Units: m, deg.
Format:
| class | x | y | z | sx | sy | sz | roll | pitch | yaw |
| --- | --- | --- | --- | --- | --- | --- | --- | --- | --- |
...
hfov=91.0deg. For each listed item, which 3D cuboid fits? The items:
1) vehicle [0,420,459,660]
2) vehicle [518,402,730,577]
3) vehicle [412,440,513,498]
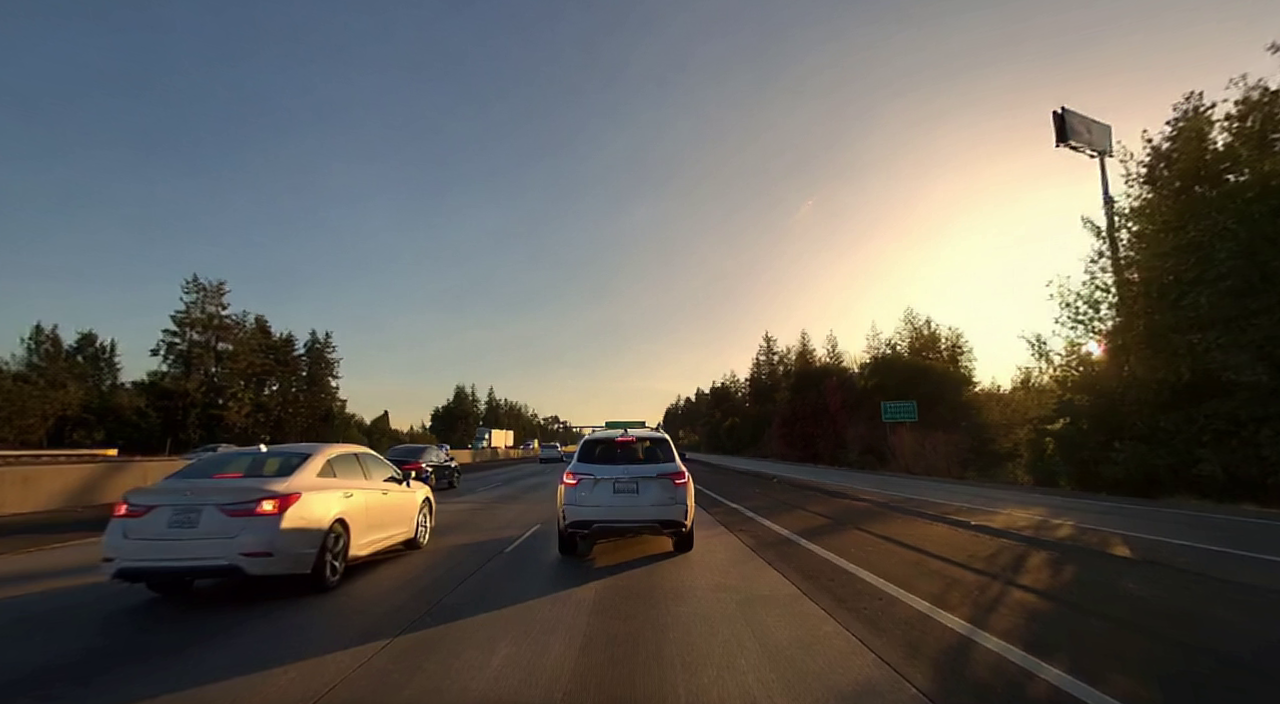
| class | x | y | z | sx | sy | sz | roll | pitch | yaw |
| --- | --- | --- | --- | --- | --- | --- | --- | --- | --- |
| vehicle | -3.473 | 1.548 | 6.355 | 1.889 | 1.522 | 4.465 | 0 | -9 | 1 |
| vehicle | -0.206 | 1.745 | 8.826 | 2.127 | 1.749 | 4.776 | 0 | -9 | -1 |
| vehicle | -5.148 | 3.439 | 18.949 | 2.027 | 1.491 | 4.649 | 1 | -9 | -5 |
